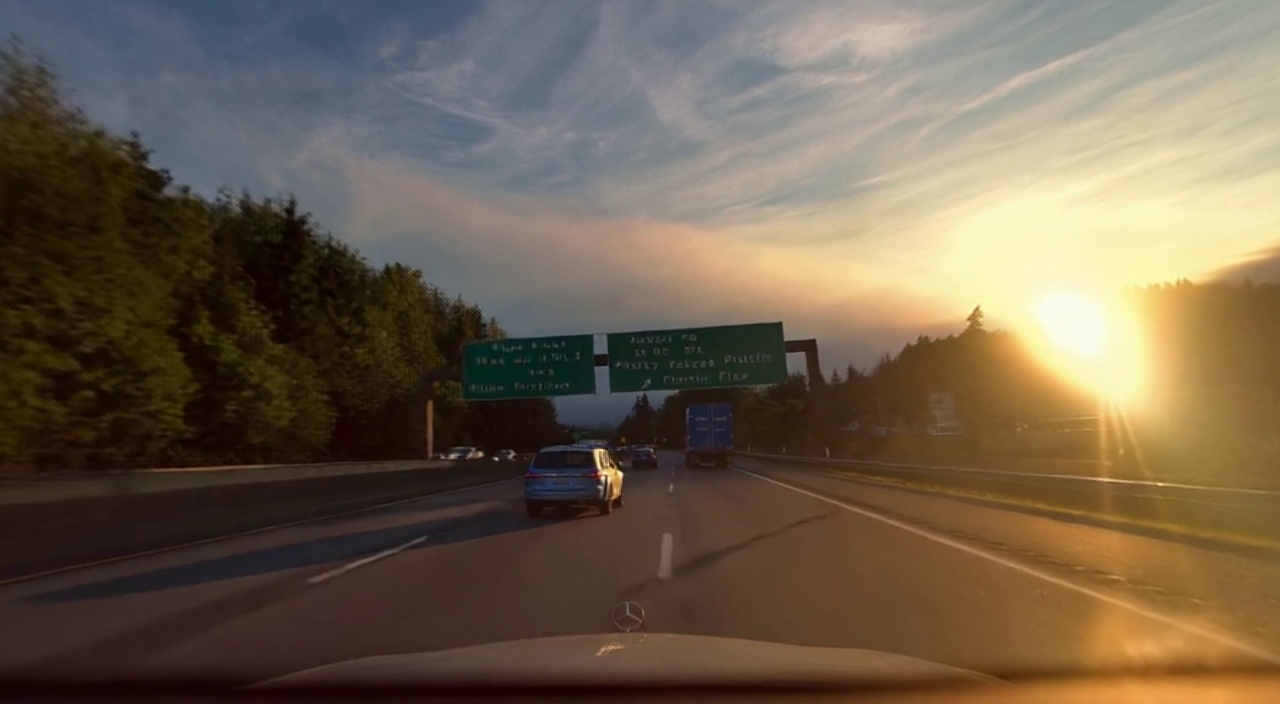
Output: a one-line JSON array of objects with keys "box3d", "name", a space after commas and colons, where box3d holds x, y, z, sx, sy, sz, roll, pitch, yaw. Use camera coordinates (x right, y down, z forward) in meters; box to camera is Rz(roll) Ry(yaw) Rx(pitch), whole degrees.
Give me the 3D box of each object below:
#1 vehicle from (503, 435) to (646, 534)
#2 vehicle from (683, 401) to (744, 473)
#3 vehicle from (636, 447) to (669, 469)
[{"box3d": [-1.020, 2.459, 12.305, 2.039, 1.532, 4.610, -1, -9, 3], "name": "vehicle"}, {"box3d": [4.629, 5.905, 42.611, 2.960, 4.018, 13.834, 0, -9, 2], "name": "vehicle"}, {"box3d": [0.915, 7.317, 43.499, 2.045, 1.430, 3.951, -1, -9, 4], "name": "vehicle"}]
